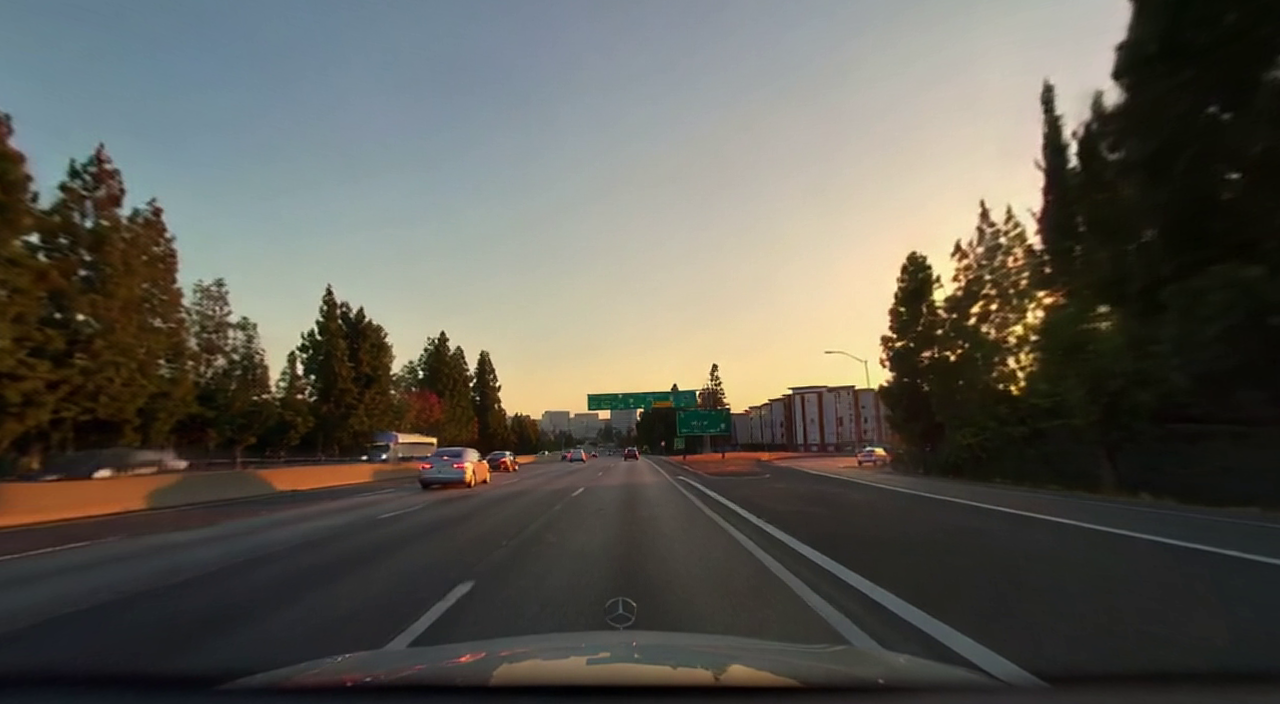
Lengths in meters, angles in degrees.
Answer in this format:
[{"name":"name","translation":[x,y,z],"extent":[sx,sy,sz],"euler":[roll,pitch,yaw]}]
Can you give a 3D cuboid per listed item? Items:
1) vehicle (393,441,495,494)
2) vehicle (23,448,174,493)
[{"name":"vehicle","translation":[-6.716,3.998,22.247],"extent":[2.016,1.606,4.806],"euler":[0,-9,0]},{"name":"vehicle","translation":[-22.437,4.885,26.500],"extent":[2.100,1.681,4.761],"euler":[0,-9,-1]}]
